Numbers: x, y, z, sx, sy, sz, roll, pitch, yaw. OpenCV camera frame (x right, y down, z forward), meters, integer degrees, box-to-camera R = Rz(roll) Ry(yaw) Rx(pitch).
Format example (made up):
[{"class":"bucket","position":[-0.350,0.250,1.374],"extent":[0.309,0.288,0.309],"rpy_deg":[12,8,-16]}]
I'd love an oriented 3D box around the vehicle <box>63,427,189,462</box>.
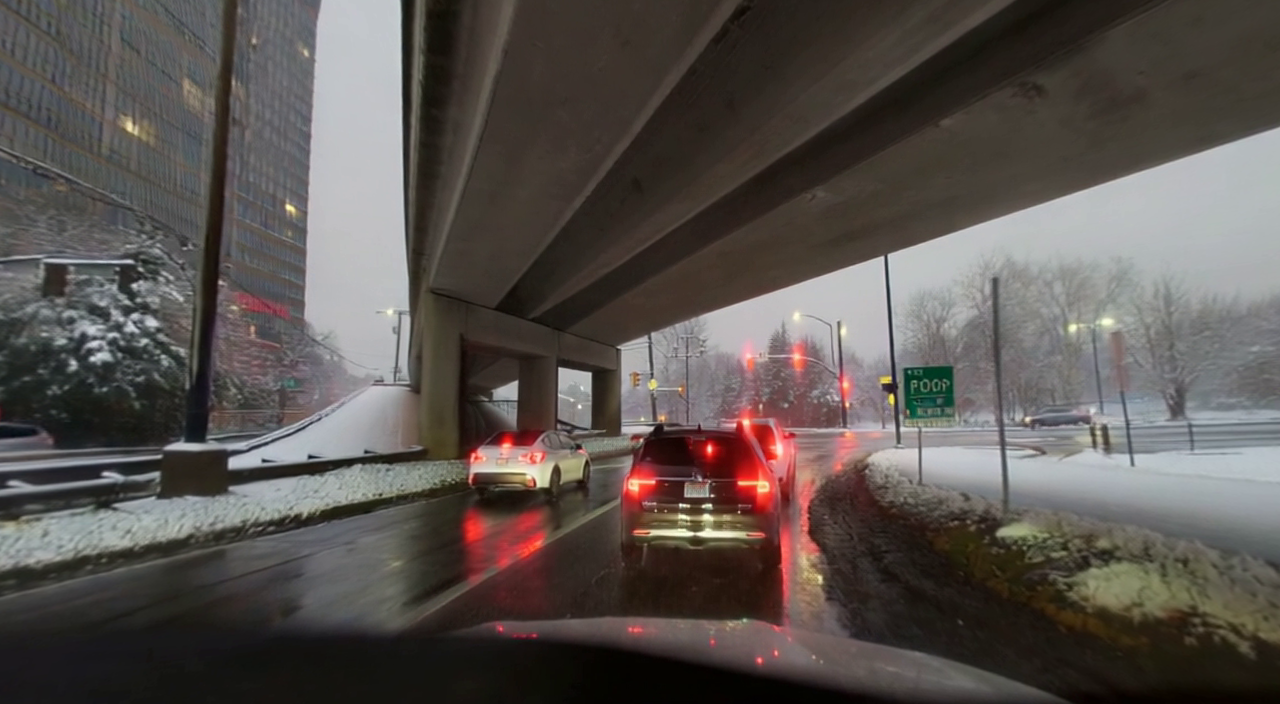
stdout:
[{"class":"vehicle","position":[-31.460,5.672,38.825],"extent":[5.457,2.021,2.213],"rpy_deg":[2,-9,-13]}]

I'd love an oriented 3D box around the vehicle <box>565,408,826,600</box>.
[{"class":"vehicle","position":[0.770,1.592,7.567],"extent":[2.195,1.571,4.353],"rpy_deg":[-2,-8,9]}]

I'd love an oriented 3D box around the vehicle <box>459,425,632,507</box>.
[{"class":"vehicle","position":[-1.878,2.510,14.402],"extent":[2.214,1.519,4.704],"rpy_deg":[-2,-9,14]}]

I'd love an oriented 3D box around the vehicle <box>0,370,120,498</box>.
[{"class":"vehicle","position":[-24.374,2.698,19.064],"extent":[13.064,3.755,3.269],"rpy_deg":[-1,-8,-13]}]
